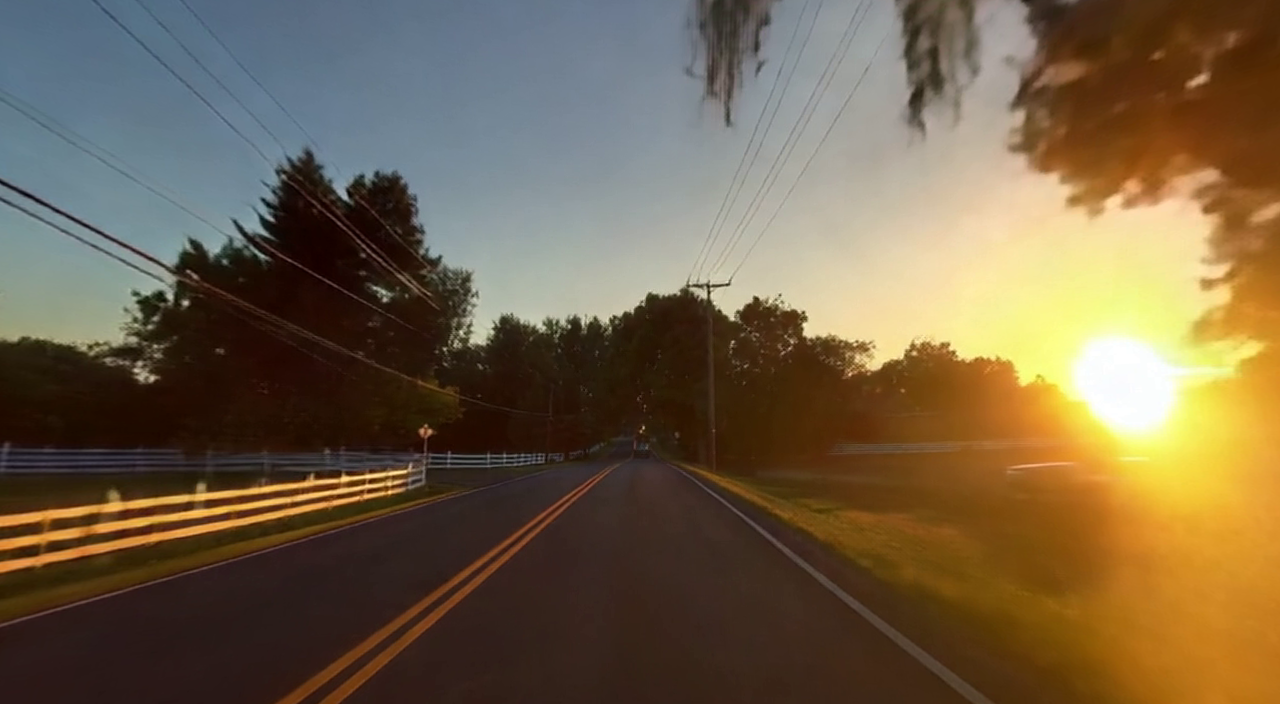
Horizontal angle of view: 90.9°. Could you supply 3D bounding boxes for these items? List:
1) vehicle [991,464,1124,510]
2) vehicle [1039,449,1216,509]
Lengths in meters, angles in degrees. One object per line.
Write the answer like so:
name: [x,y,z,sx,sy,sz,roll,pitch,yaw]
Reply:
vehicle: [15.986,5.153,24.480,2.001,1.450,4.481,1,-8,-2]
vehicle: [18.768,4.851,24.825,2.269,1.978,6.008,0,-8,1]
